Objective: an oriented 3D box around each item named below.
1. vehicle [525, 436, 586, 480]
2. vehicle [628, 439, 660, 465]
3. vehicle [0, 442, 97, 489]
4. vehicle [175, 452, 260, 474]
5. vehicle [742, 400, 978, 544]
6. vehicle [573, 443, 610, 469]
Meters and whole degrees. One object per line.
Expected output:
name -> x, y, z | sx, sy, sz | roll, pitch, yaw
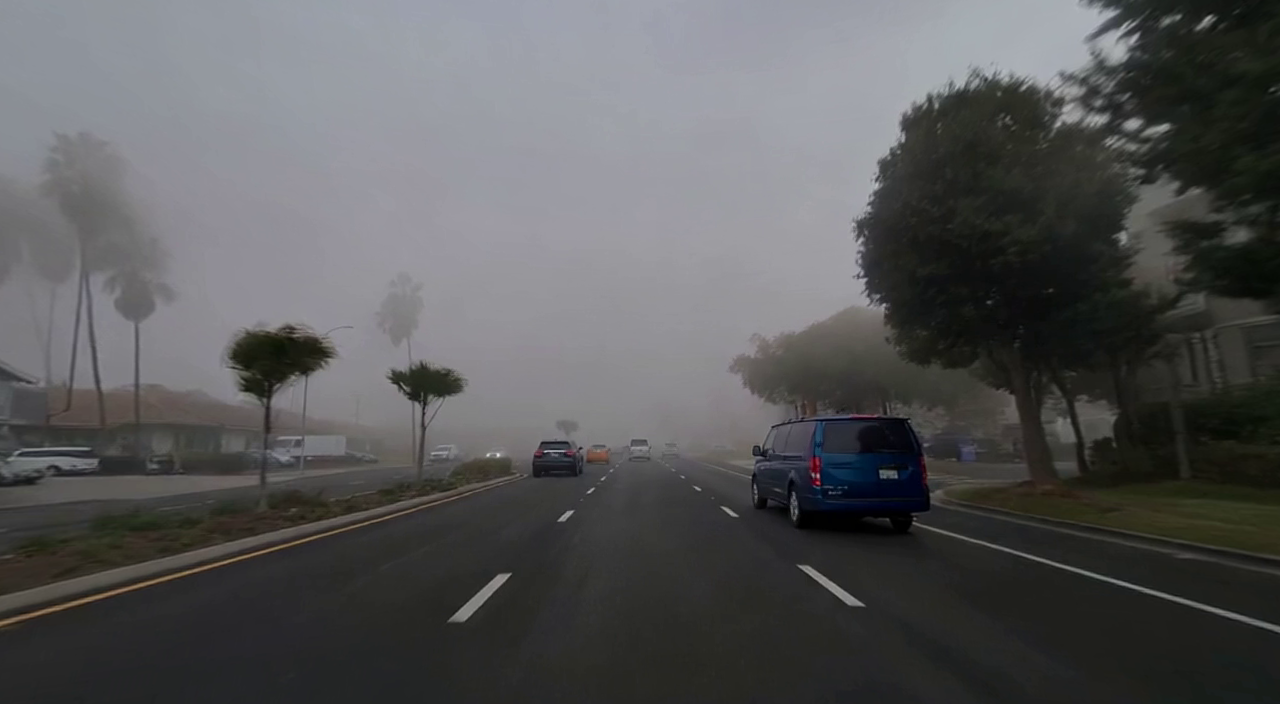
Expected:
vehicle -> -3.477, 4.433, 26.707 | 1.967, 1.703, 4.157 | 0, -8, 1
vehicle -> 0.240, 7.105, 45.183 | 2.191, 1.761, 3.857 | 0, -9, 0
vehicle -> -29.099, 5.144, 28.825 | 6.396, 2.029, 2.355 | 0, -8, 0
vehicle -> -28.595, 7.505, 42.819 | 4.371, 1.393, 1.867 | 0, -9, -1
vehicle -> 3.346, 1.960, 10.946 | 2.234, 1.912, 4.847 | 0, -9, -1
vehicle -> -2.803, 6.142, 37.505 | 1.869, 1.454, 4.142 | 0, -8, 0
